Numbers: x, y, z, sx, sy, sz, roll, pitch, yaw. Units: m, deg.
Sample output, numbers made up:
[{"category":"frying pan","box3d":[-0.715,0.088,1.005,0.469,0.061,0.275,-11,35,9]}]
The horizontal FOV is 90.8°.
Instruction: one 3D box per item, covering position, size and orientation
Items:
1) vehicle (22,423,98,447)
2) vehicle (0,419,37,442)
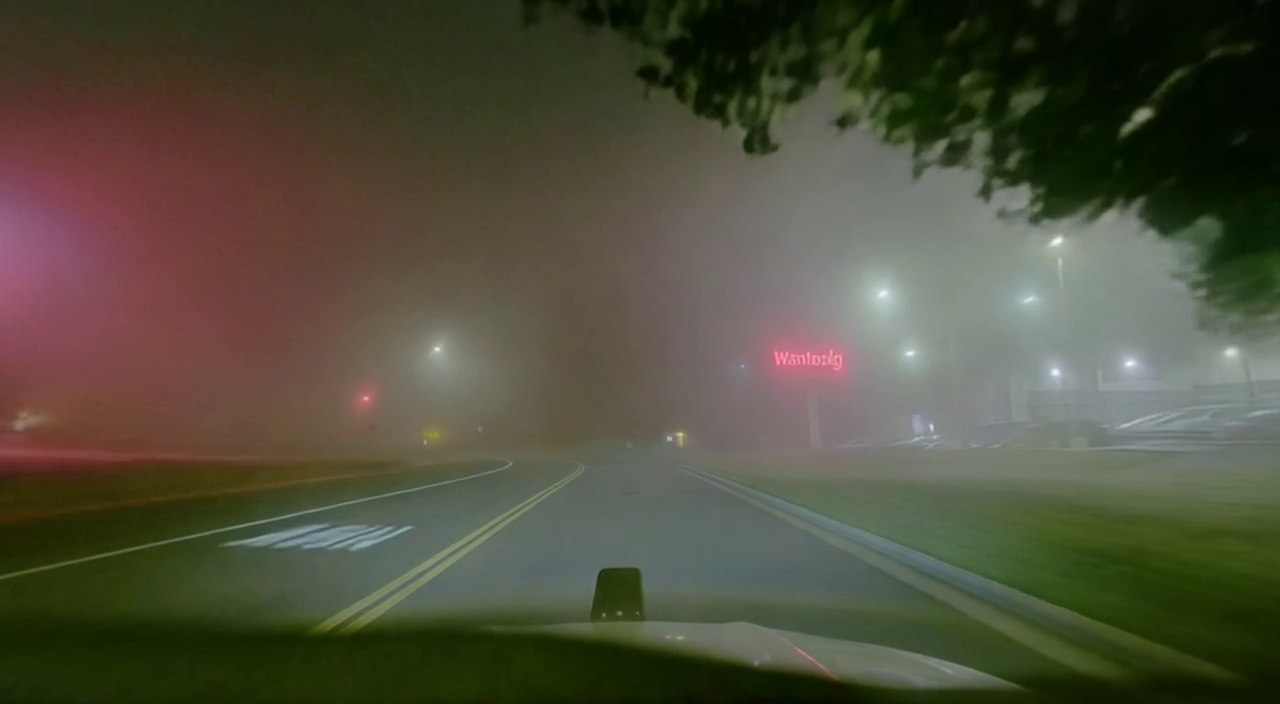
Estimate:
[{"category":"vehicle","box3d":[-40.987,5.879,44.773,1.837,1.642,4.345,2,-8,-10]},{"category":"vehicle","box3d":[-50.144,6.172,49.569,1.920,1.729,4.303,1,-8,-11]}]
